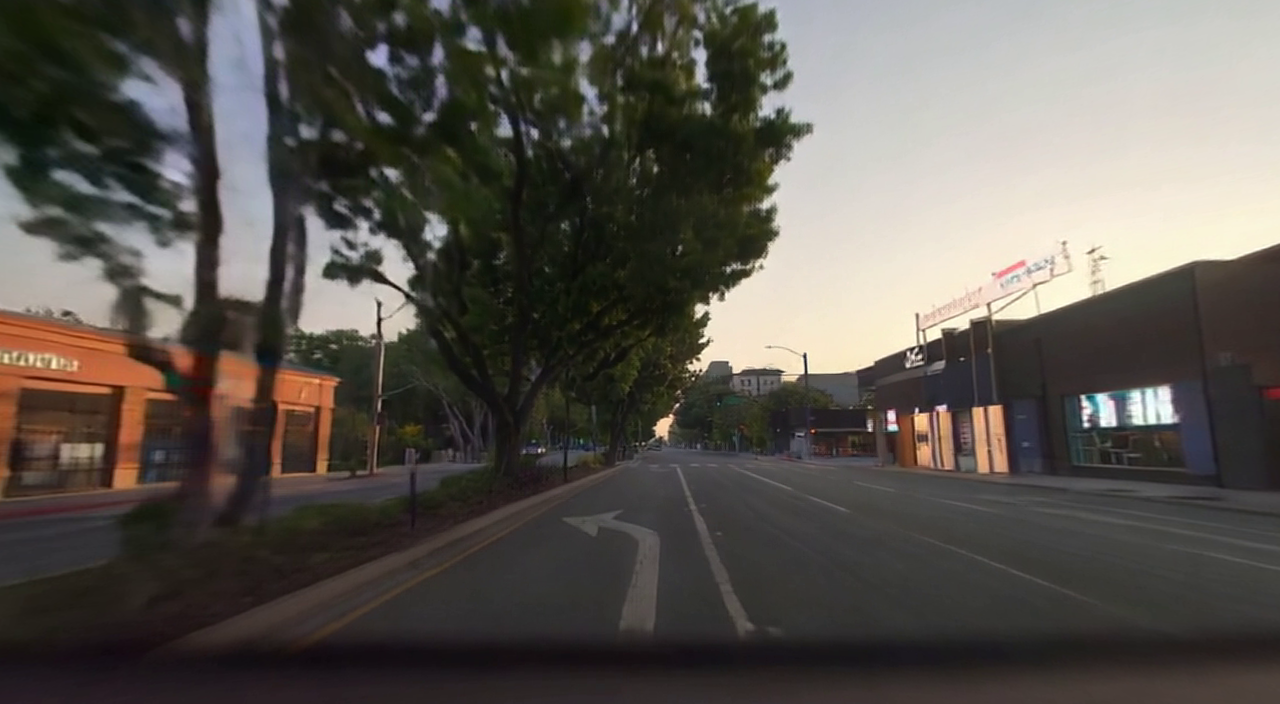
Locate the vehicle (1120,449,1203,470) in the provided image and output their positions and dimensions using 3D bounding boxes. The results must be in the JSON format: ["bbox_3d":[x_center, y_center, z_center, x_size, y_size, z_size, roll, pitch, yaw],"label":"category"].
[{"bbox_3d":[41.071,8.460,49.886,1.790,1.474,4.620,4,-9,-24],"label":"vehicle"}]

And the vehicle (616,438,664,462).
[{"bbox_3d":[-0.033,7.594,48.899,2.010,1.728,4.408,4,-9,-26],"label":"vehicle"}]
